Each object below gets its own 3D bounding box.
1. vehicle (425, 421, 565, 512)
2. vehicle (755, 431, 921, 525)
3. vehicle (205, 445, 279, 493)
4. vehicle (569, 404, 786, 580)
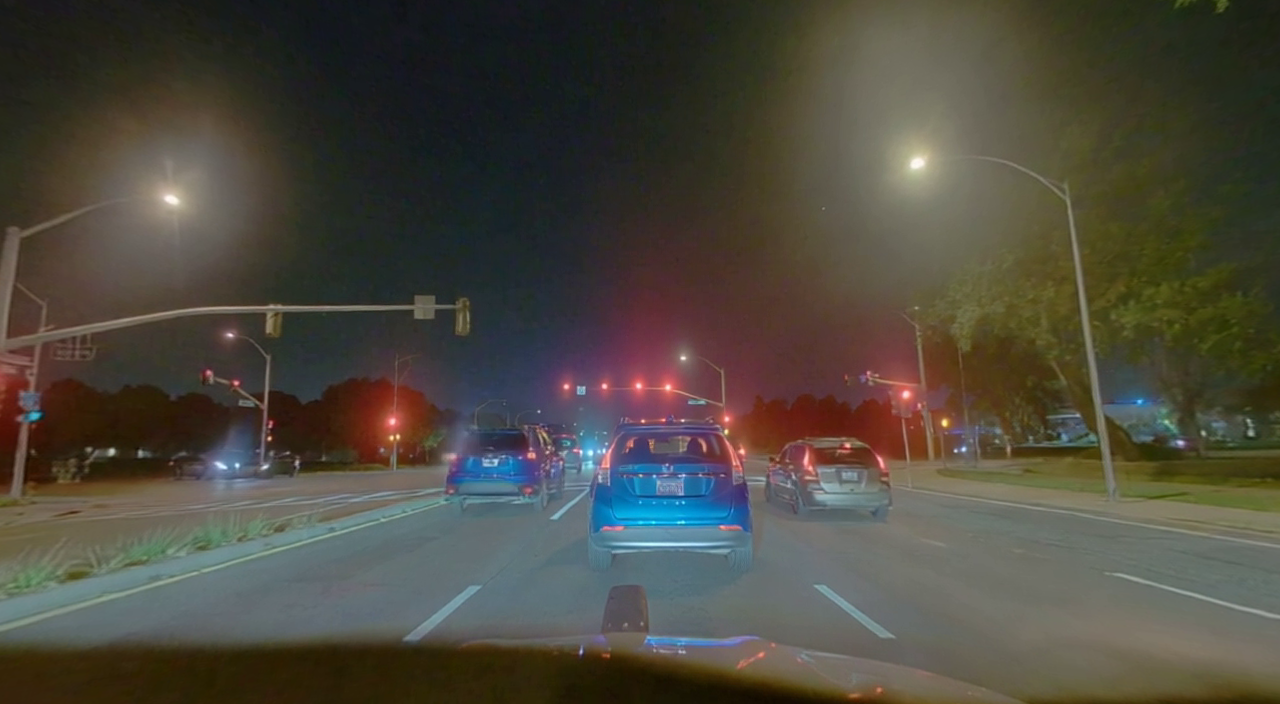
[{"bbox_3d":[-3.245,2.699,15.333,2.209,1.828,4.847,0,-8,0],"label":"vehicle"},{"bbox_3d":[3.758,2.453,12.824,1.954,1.592,3.992,0,-8,-2],"label":"vehicle"},{"bbox_3d":[-15.519,4.453,24.440,1.926,1.636,4.395,6,-10,-37],"label":"vehicle"},{"bbox_3d":[0.364,1.728,8.590,2.172,1.764,4.338,0,-8,0],"label":"vehicle"}]
